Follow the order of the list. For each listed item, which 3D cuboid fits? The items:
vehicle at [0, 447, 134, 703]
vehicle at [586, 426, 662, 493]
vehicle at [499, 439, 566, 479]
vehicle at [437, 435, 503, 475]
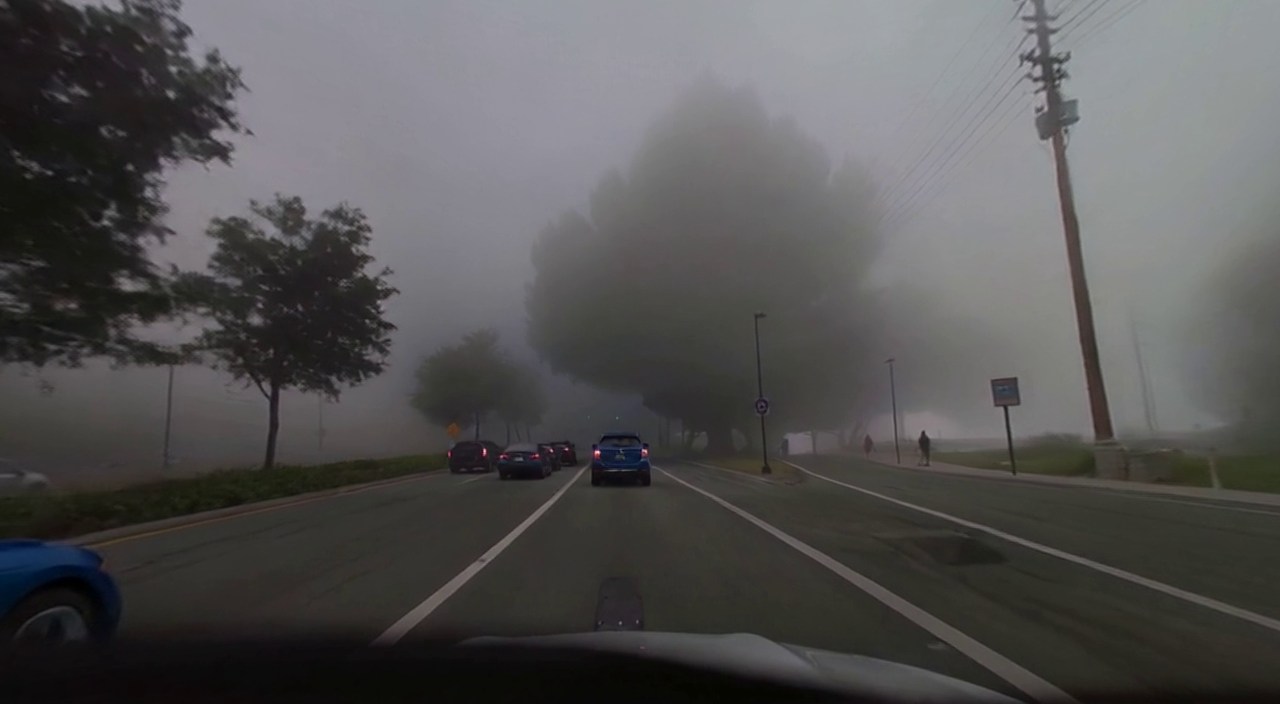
[{"bbox_3d":[-3.623,0.823,1.061,1.865,1.314,4.461,0,-9,0],"label":"vehicle"},{"bbox_3d":[-0.488,3.149,18.798,2.012,1.769,3.897,0,-9,-2],"label":"vehicle"},{"bbox_3d":[-4.363,4.420,26.383,2.087,1.485,4.452,0,-9,-1],"label":"vehicle"},{"bbox_3d":[-7.398,4.529,27.904,1.860,1.634,4.089,0,-9,-2],"label":"vehicle"}]
